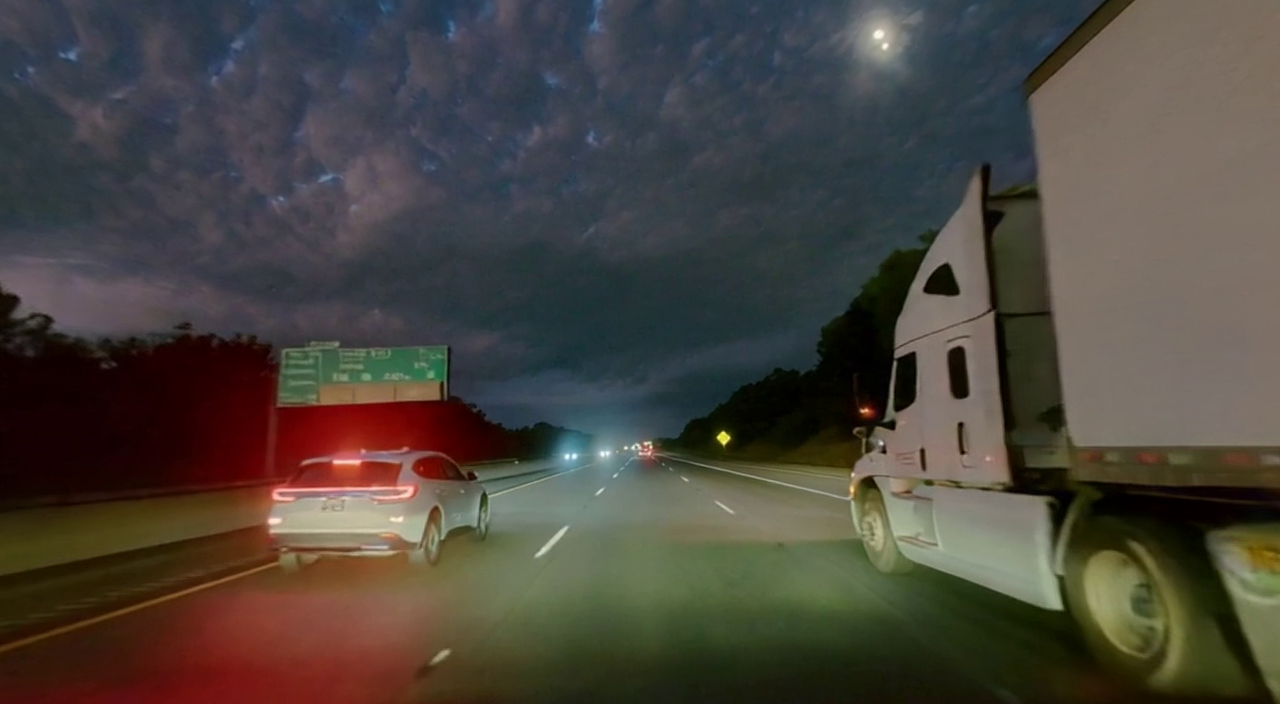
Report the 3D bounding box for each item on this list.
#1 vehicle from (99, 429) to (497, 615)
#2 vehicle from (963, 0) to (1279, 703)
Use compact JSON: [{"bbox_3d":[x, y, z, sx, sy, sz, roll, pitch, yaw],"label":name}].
[{"bbox_3d":[-3.290,1.743,7.476,2.054,1.475,4.708,0,-9,0],"label":"vehicle"},{"bbox_3d":[3.671,-0.401,0.892,3.010,3.907,5.999,0,-9,-1],"label":"vehicle"}]
